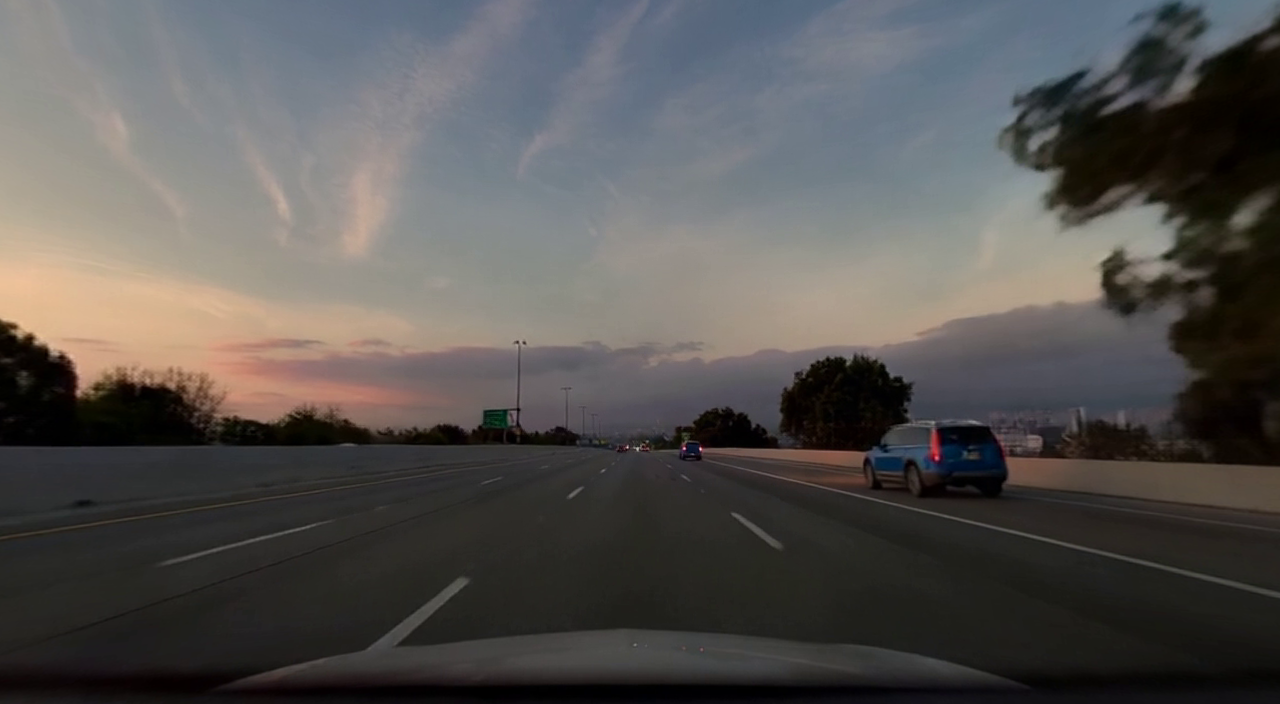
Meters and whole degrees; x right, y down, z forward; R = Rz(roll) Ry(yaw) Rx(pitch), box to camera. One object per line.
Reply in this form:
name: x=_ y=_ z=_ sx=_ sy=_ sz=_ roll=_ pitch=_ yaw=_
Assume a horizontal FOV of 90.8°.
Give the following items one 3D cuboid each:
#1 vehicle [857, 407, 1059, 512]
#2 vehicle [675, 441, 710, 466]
vehicle: x=6.759 y=2.350 z=14.195 sx=2.065 sy=1.953 sz=4.605 roll=0 pitch=-8 yaw=-1
vehicle: x=3.467 y=6.790 z=42.387 sx=2.000 sy=1.533 sz=3.770 roll=0 pitch=-8 yaw=-1
